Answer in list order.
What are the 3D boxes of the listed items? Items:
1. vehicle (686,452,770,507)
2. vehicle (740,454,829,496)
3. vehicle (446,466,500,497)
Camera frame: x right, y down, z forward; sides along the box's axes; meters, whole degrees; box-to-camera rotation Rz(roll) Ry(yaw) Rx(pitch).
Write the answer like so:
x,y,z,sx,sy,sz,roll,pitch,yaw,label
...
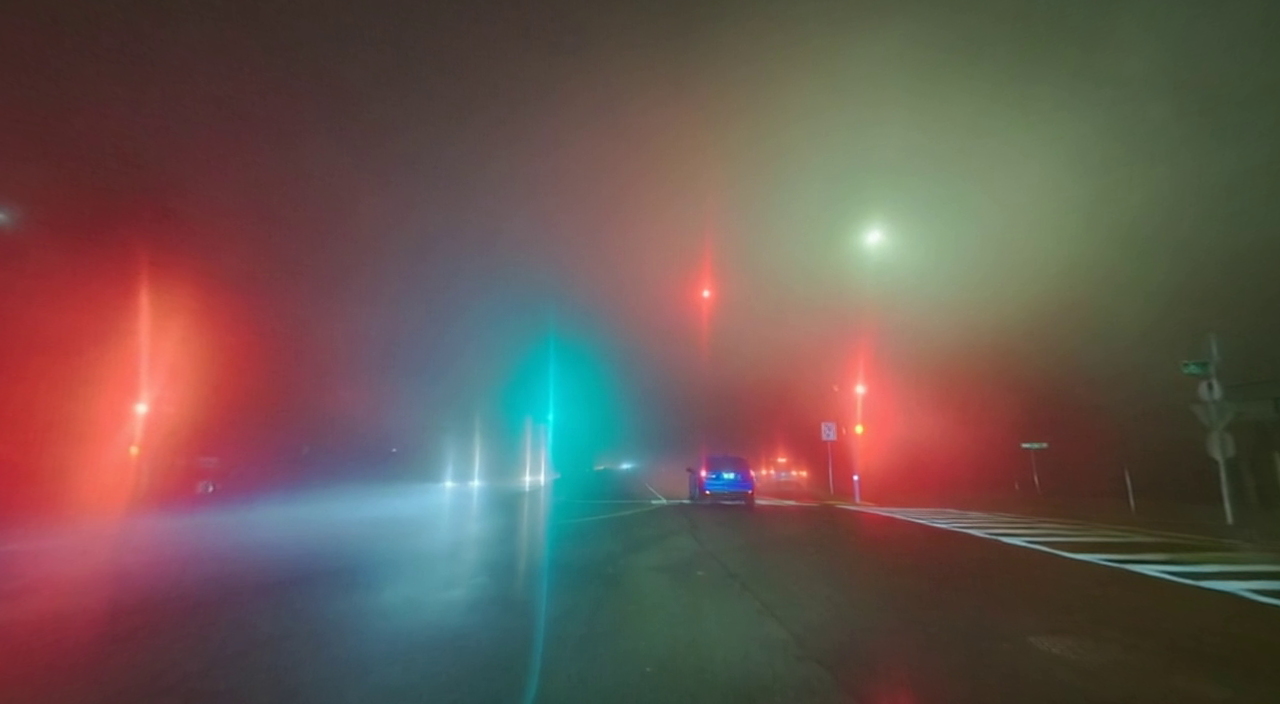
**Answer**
x,y,z,sx,sy,sz,roll,pitch,yaw,label
2.933,4.385,22.256,2.140,1.655,4.786,0,-9,-2,vehicle
8.732,7.529,39.223,2.771,2.214,7.159,2,-9,-10,vehicle
-8.980,6.992,34.312,1.818,1.397,4.026,0,-9,0,vehicle
